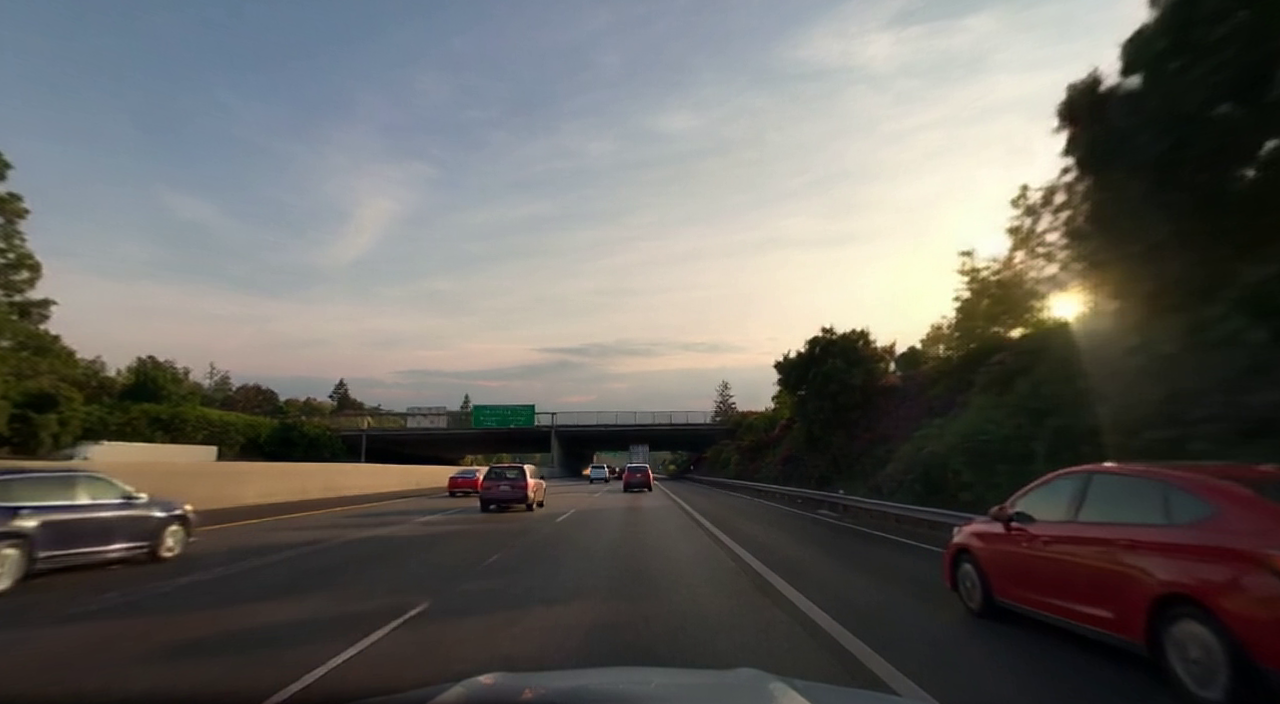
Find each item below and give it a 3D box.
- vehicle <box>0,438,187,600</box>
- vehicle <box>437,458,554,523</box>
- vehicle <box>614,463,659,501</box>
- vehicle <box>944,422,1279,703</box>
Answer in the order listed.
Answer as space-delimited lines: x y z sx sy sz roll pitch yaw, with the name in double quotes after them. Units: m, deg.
-7.258 1.612 6.133 2.142 1.545 4.708 1 -11 0 "vehicle"
-3.836 3.814 17.678 2.102 1.521 4.687 1 -11 1 "vehicle"
-0.178 6.094 29.735 1.992 1.601 3.762 1 -11 0 "vehicle"
3.860 1.297 3.790 1.992 1.557 4.017 1 -11 -1 "vehicle"
